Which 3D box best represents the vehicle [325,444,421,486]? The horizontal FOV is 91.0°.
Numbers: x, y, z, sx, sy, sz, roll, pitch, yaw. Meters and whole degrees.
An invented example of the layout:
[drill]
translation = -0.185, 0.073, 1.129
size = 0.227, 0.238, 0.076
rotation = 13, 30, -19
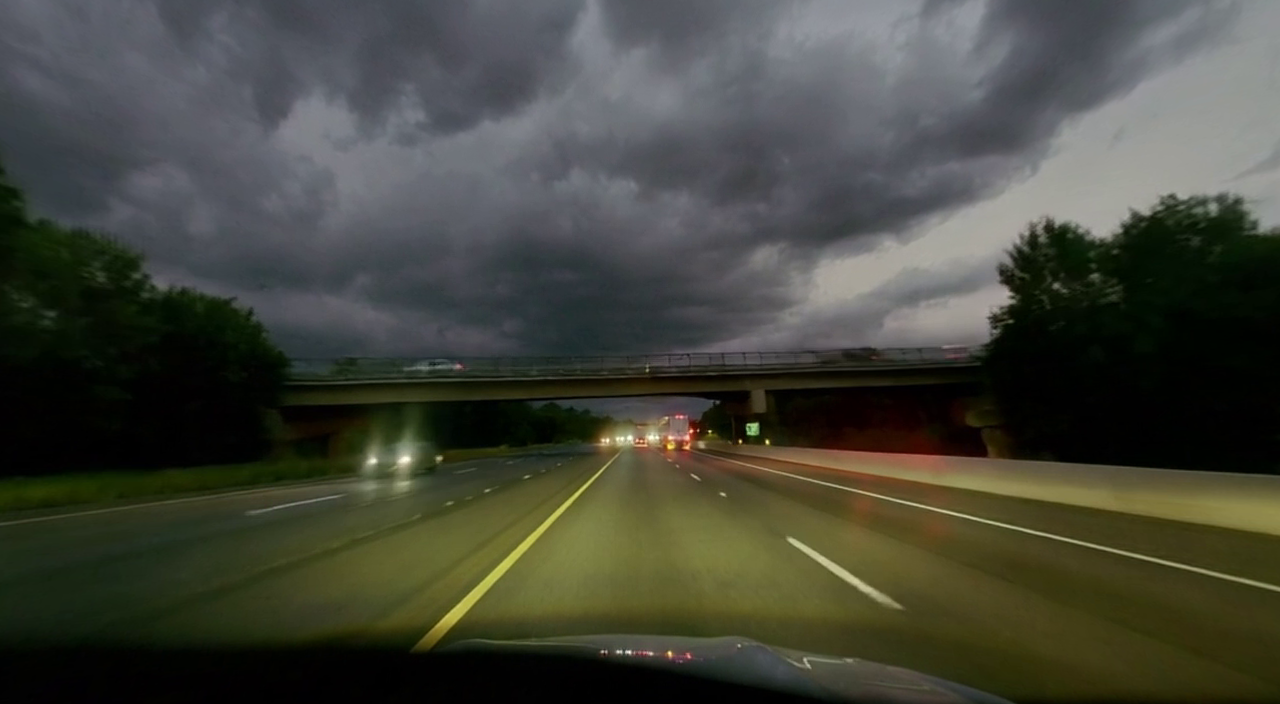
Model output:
[vehicle]
translation = -10.698, 4.534, 25.621
size = 2.053, 1.488, 4.311
rotation = -1, -8, 0
